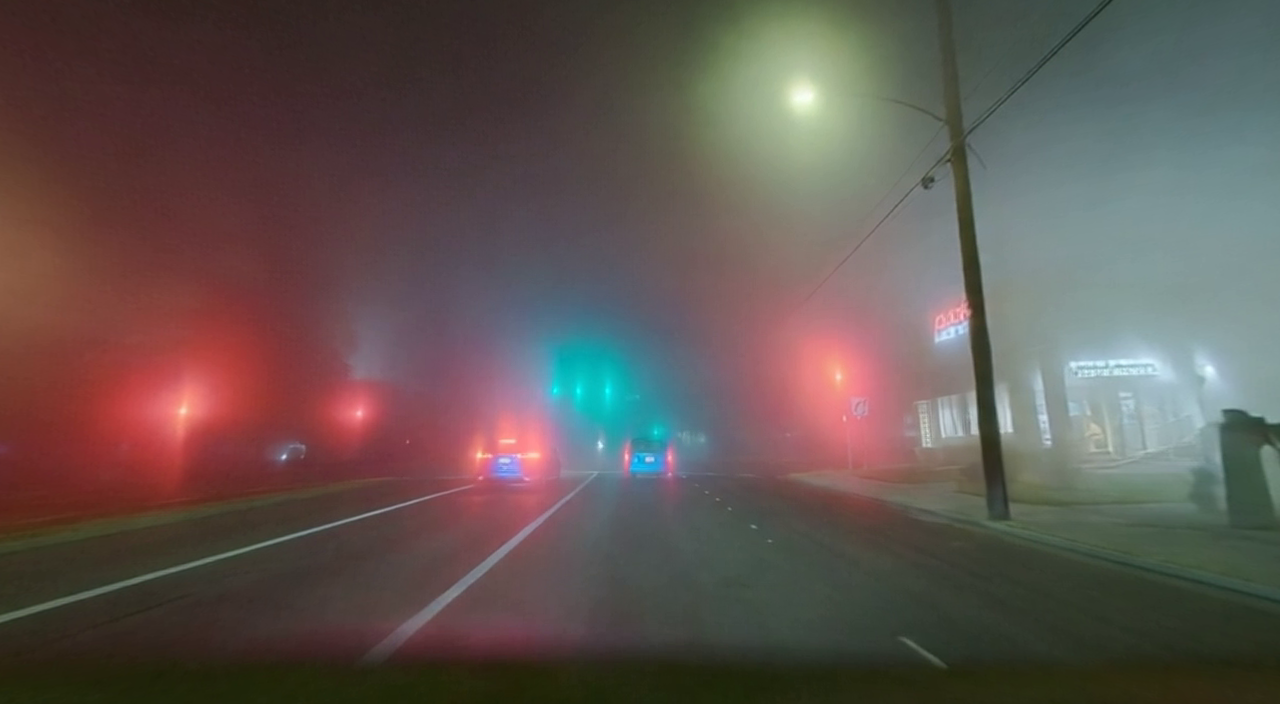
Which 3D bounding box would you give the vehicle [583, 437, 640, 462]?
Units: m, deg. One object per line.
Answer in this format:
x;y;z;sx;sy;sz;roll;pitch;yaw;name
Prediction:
-1.977;6.949;45.085;1.966;1.689;4.541;-5;-10;28;vehicle

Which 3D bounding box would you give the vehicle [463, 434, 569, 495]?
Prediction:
-3.282;3.097;17.748;2.032;1.467;4.411;0;-8;1;vehicle

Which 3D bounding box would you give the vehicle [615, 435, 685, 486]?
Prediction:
0.276;3.475;20.566;2.059;1.456;4.047;0;-8;0;vehicle
